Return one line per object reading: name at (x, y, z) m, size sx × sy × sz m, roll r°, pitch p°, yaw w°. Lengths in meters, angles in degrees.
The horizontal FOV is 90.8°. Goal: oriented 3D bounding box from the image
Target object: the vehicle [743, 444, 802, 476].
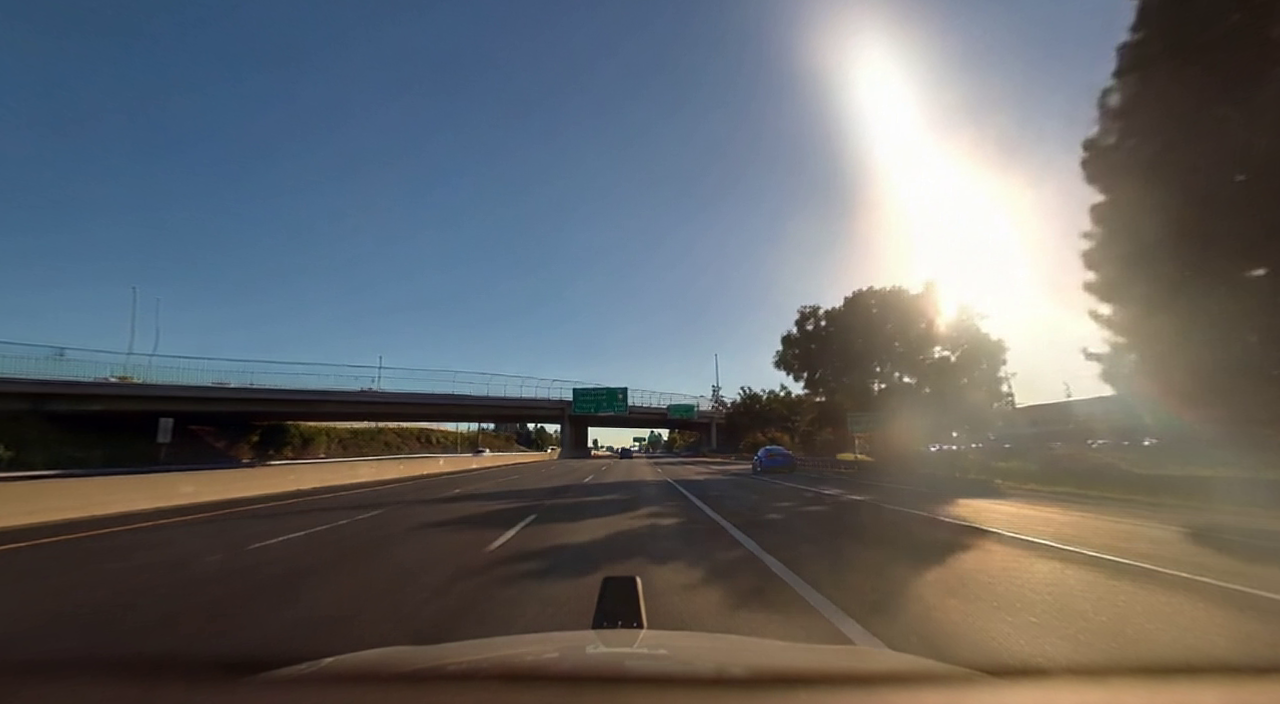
vehicle at (6.782, 5.552, 32.855) m, size 1.958 × 1.498 × 4.447 m, roll 1°, pitch -8°, yaw -2°
